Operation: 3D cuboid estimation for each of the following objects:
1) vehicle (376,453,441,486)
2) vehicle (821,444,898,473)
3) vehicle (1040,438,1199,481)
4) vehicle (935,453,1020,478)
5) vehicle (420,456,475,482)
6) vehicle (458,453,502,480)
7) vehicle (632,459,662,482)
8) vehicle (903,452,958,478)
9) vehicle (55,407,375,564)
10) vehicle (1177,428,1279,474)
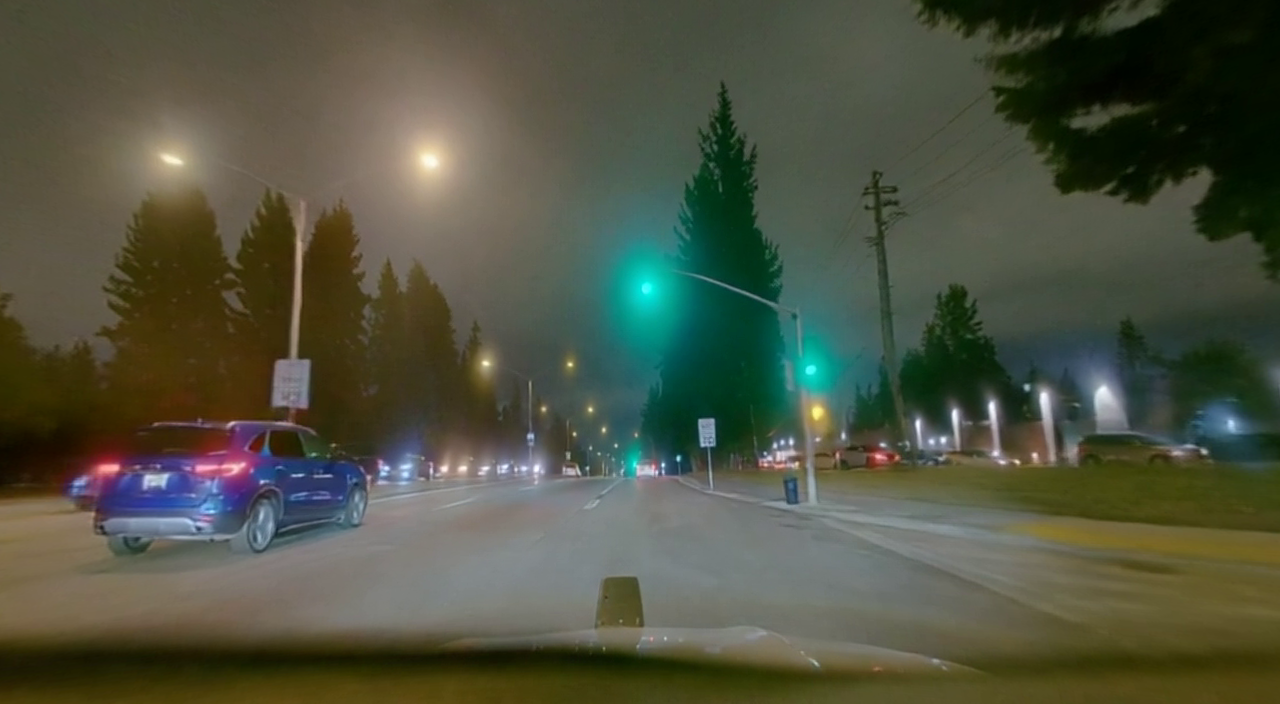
[{"bbox_3d":[-12.014,6.088,32.967,1.871,1.539,3.929,1,-9,0],"label":"vehicle"},{"bbox_3d":[13.387,6.520,38.772,1.950,1.697,4.906,3,-9,-15],"label":"vehicle"},{"bbox_3d":[18.913,4.211,25.142,1.947,1.477,4.661,3,-8,-21],"label":"vehicle"},{"bbox_3d":[21.792,7.364,40.935,1.933,1.487,5.136,2,-10,-13],"label":"vehicle"},{"bbox_3d":[-12.254,7.473,40.475,2.077,1.505,4.714,1,-9,0],"label":"vehicle"},{"bbox_3d":[-11.765,8.447,46.689,2.042,1.801,4.378,0,-9,1],"label":"vehicle"},{"bbox_3d":[0.497,8.718,46.565,2.091,1.494,3.962,1,-9,0],"label":"vehicle"},{"bbox_3d":[21.145,8.229,46.009,1.967,1.518,4.543,5,-7,2],"label":"vehicle"},{"bbox_3d":[-6.186,1.983,10.007,2.027,1.908,4.273,1,-9,0],"label":"vehicle"},{"bbox_3d":[21.036,3.276,20.800,1.876,1.465,4.500,5,-10,-26],"label":"vehicle"}]
